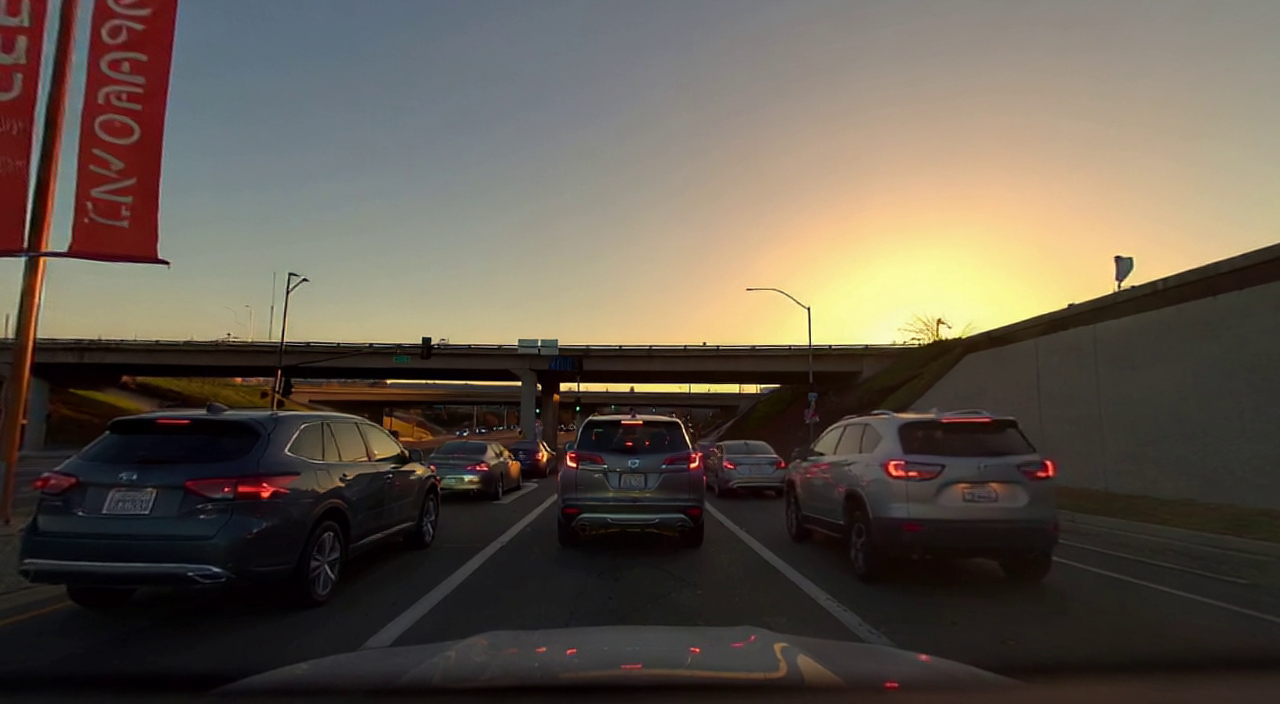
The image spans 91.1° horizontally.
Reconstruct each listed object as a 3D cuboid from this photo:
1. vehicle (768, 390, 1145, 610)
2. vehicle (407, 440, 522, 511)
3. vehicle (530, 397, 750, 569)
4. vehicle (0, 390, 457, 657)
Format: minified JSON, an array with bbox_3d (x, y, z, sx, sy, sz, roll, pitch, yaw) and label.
[{"bbox_3d":[3.120,1.573,7.627,2.016,1.804,4.681,0,-9,-2],"label":"vehicle"},{"bbox_3d":[-4.153,2.945,15.431,1.797,1.505,3.506,0,-9,0],"label":"vehicle"},{"bbox_3d":[-0.082,1.771,9.214,2.409,1.864,4.471,0,-9,-2],"label":"vehicle"},{"bbox_3d":[-3.496,1.426,6.267,2.039,1.709,4.265,0,-9,0],"label":"vehicle"}]
